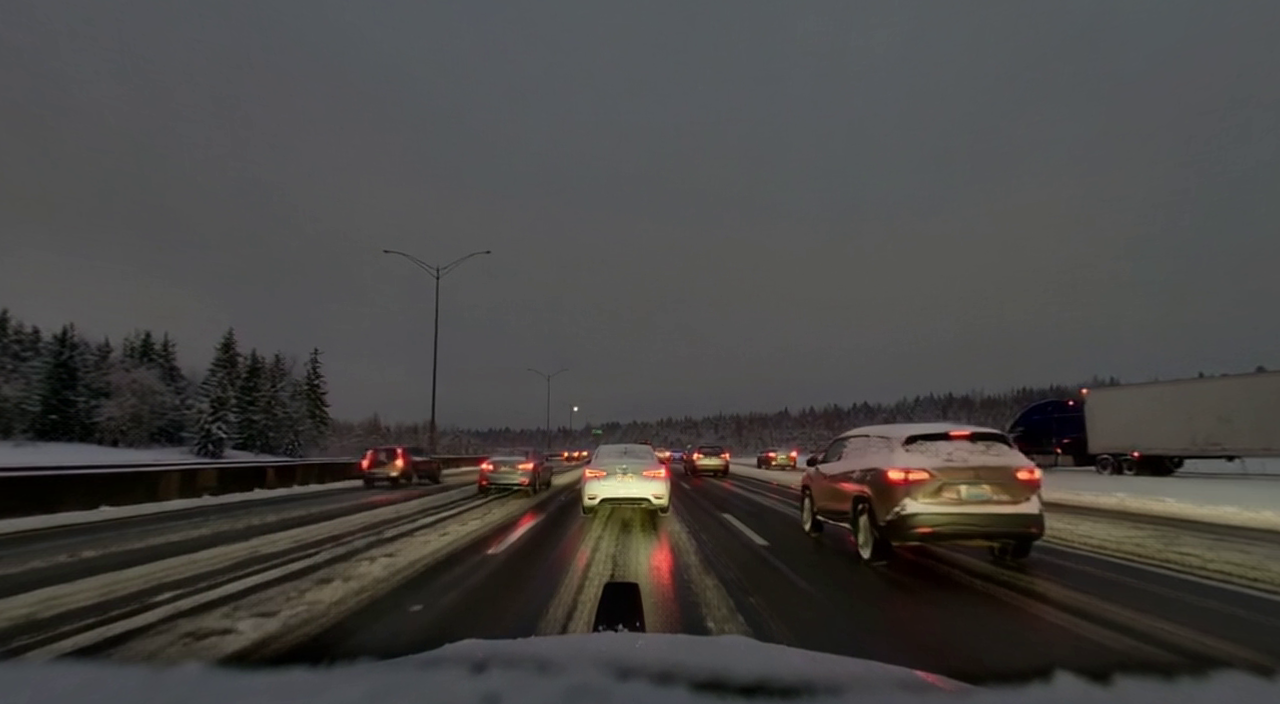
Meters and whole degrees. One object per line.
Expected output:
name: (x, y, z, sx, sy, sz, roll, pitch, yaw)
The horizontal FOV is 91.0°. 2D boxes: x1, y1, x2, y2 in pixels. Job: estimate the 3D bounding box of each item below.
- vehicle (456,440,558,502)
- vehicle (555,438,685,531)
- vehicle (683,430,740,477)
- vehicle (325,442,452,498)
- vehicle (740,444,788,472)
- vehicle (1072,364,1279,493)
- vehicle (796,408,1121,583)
vehicle: (-3.667, 3.375, 18.225, 1.926, 1.542, 4.329, 0, -9, 1)
vehicle: (-0.295, 2.487, 12.430, 2.132, 1.499, 4.038, 0, -9, 1)
vehicle: (3.727, 5.425, 33.847, 2.440, 2.313, 5.266, 0, -9, 0)
vehicle: (-7.881, 3.724, 20.352, 2.032, 1.549, 4.850, 0, -9, 1)
vehicle: (7.564, 6.511, 38.837, 2.055, 1.650, 4.241, 0, -9, -1)
vehicle: (21.392, 2.820, 22.501, 2.970, 4.079, 10.086, 3, -9, -14)
vehicle: (3.593, 1.698, 8.192, 2.053, 1.666, 4.106, 0, -9, 0)
